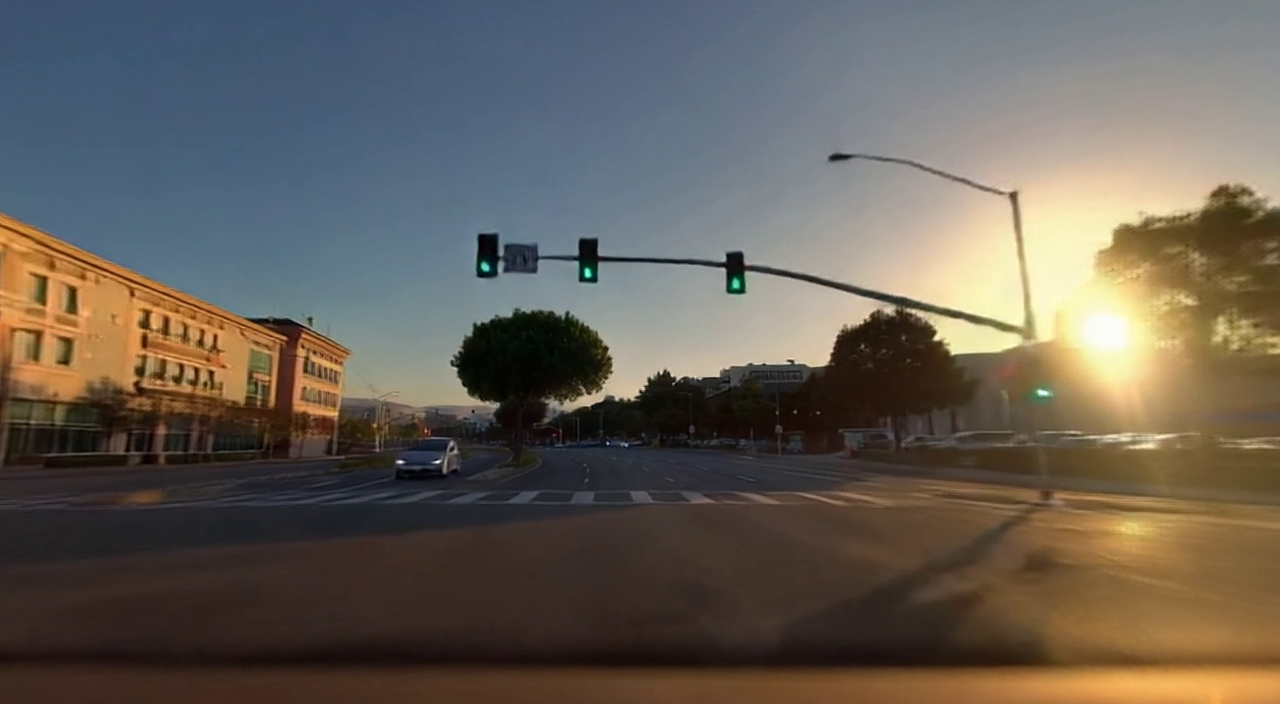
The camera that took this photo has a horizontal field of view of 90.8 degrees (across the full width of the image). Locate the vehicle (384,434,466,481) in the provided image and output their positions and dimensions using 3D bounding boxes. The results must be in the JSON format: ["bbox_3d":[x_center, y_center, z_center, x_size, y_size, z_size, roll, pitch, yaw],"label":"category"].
[{"bbox_3d":[-9.095,4.498,27.209,2.175,1.795,4.640,0,-9,-4],"label":"vehicle"}]
